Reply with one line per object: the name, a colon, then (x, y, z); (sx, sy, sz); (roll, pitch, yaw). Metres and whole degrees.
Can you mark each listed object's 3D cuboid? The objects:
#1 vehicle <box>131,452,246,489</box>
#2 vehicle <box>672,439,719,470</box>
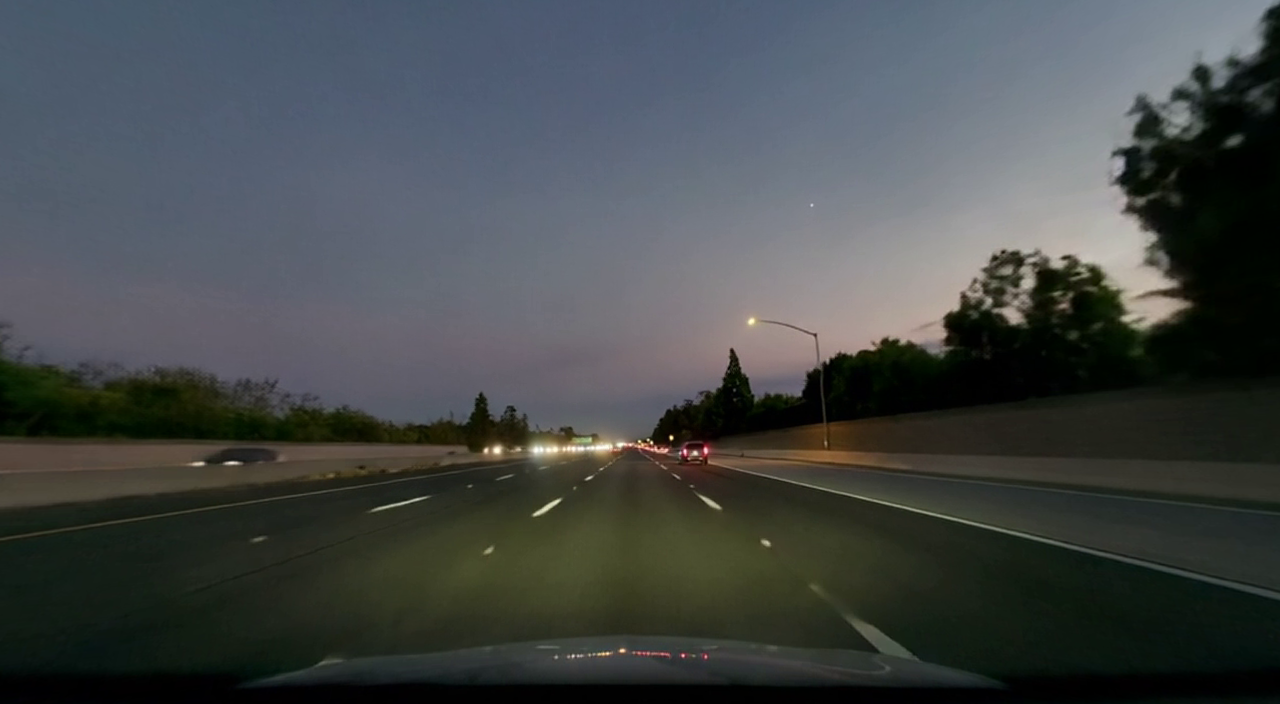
vehicle: (-19.710, 5.154, 27.829); (1.851, 1.458, 4.336); (0, -9, 0)
vehicle: (3.115, 5.857, 36.273); (2.130, 1.677, 4.317); (0, -9, -2)
